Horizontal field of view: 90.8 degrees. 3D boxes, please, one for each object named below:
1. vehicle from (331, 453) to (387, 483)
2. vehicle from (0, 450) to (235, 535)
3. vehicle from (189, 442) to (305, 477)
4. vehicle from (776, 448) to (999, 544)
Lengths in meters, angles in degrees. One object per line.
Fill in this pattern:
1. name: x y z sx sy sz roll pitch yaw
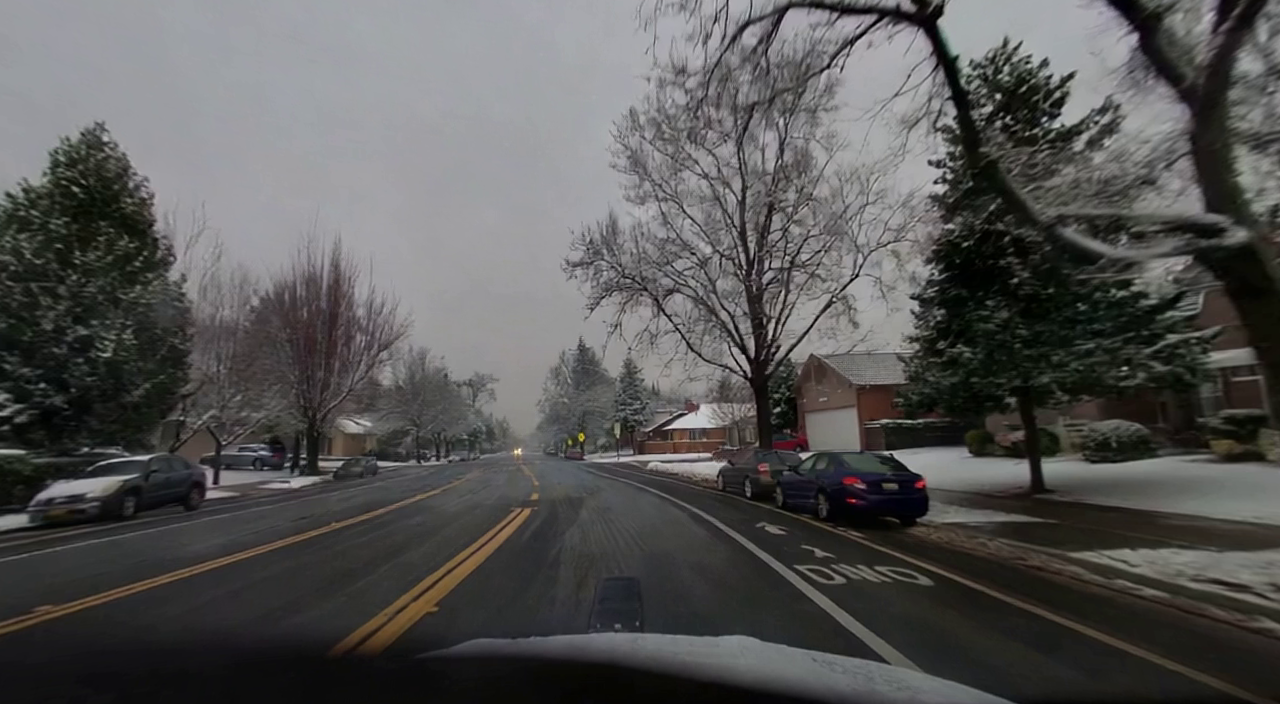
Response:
1. vehicle: -15.784 6.526 35.715 1.870 1.451 4.140 0 -8 -10
2. vehicle: -12.266 3.248 15.394 2.180 1.472 4.933 -4 -8 -9
3. vehicle: -24.121 6.629 38.984 5.560 1.892 2.099 0 -10 -8
4. vehicle: 4.319 2.568 12.102 1.872 1.423 4.874 1 -9 -6
